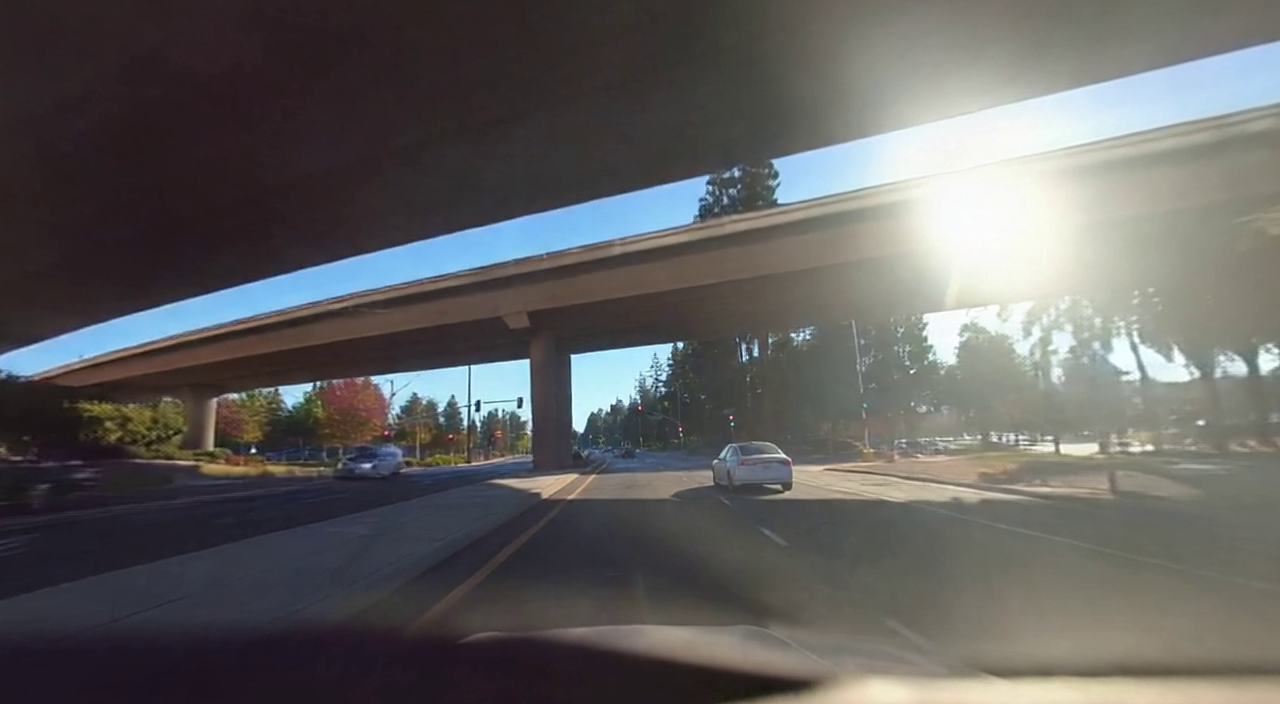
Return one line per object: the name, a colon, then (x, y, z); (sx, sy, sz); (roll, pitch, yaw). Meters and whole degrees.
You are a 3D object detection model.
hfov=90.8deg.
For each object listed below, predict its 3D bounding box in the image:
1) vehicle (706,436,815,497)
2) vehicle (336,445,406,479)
vehicle: (3.212, 3.142, 17.782); (2.062, 1.484, 4.332); (0, -8, -2)
vehicle: (-14.445, 5.904, 34.179); (1.844, 1.650, 4.333); (-1, -8, 0)
